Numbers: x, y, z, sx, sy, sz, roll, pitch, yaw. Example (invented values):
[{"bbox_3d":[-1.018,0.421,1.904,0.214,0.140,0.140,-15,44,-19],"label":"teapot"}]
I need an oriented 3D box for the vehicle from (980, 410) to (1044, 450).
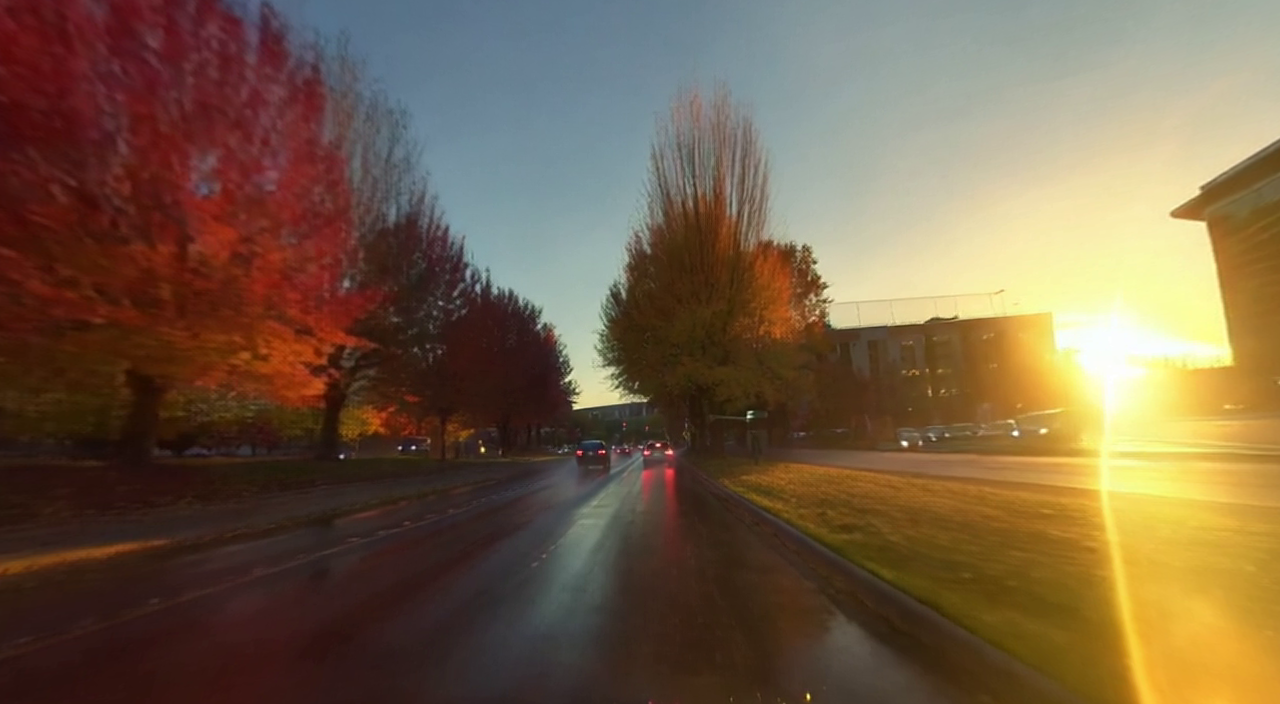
[{"bbox_3d":[23.709,4.986,40.164,2.673,2.486,2.062,0,-8,0],"label":"vehicle"}]

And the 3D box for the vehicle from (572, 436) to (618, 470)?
[{"bbox_3d":[-2.405,5.516,34.591,2.197,1.709,4.069,0,-8,1],"label":"vehicle"}]

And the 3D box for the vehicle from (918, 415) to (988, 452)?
[{"bbox_3d":[23.569,6.207,47.577,4.440,2.545,2.105,-6,-10,24],"label":"vehicle"}]

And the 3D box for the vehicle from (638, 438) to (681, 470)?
[{"bbox_3d":[0.945,5.111,31.726,2.040,1.493,3.682,0,-8,1],"label":"vehicle"}]
